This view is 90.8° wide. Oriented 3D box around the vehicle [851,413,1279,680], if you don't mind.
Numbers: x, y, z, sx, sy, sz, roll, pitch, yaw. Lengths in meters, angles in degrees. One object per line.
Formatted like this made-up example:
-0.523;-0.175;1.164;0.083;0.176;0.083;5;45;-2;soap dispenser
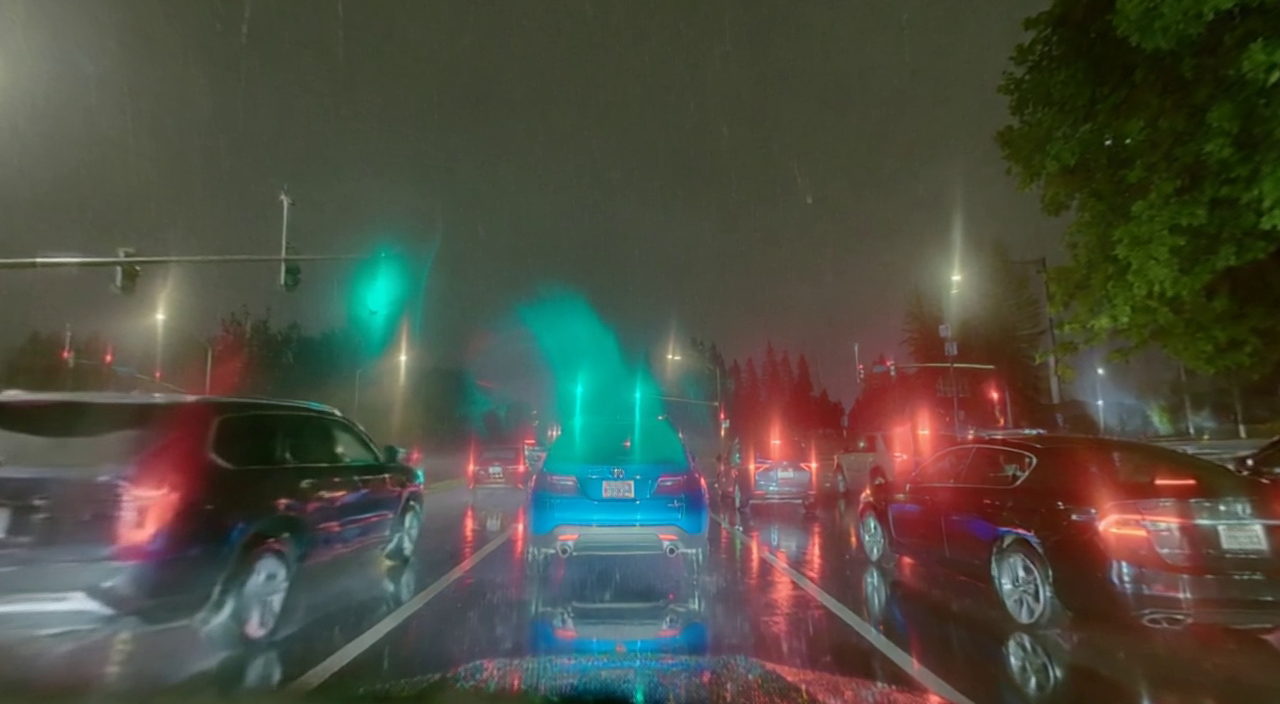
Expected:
3.627;1.397;5.709;1.861;1.478;4.185;0;-8;-2;vehicle

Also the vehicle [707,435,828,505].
2.987;2.857;15.774;1.950;1.506;4.086;0;-8;-3;vehicle

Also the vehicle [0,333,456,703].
-3.303;1.169;5.090;2.186;1.794;4.972;0;-8;-1;vehicle

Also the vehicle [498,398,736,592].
-0.268;1.550;7.624;2.101;1.707;3.904;0;-8;-2;vehicle
